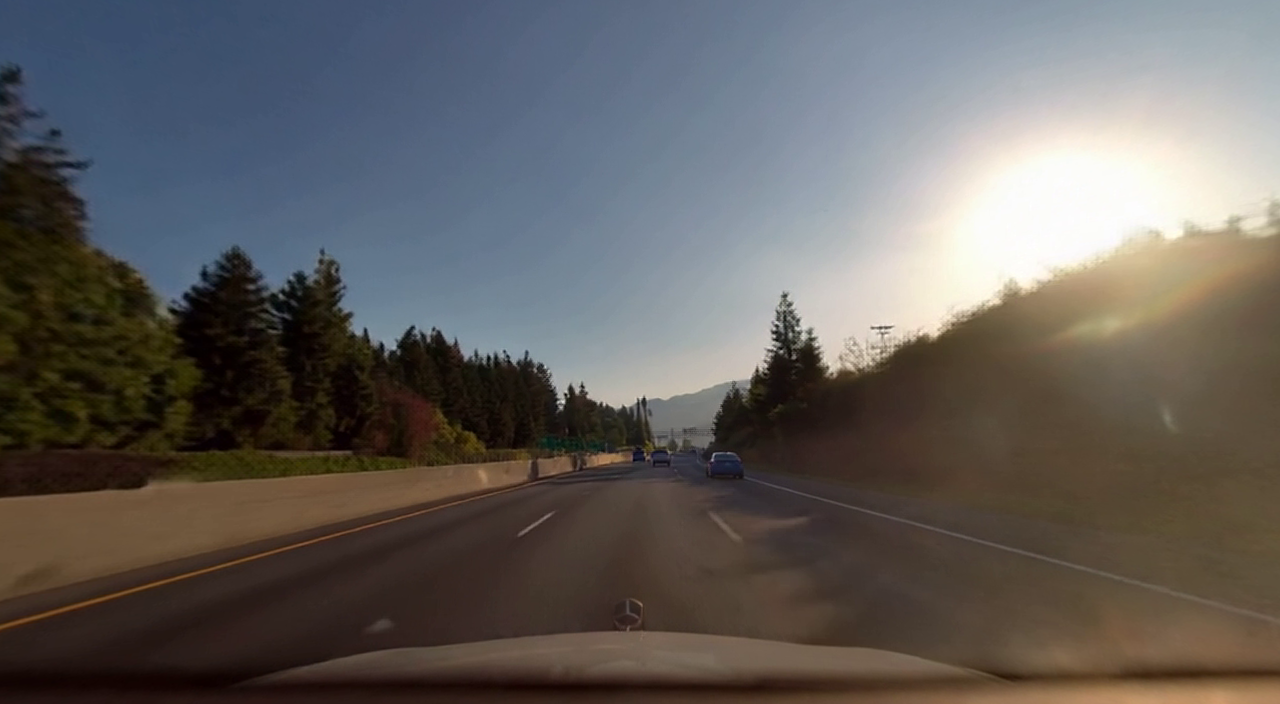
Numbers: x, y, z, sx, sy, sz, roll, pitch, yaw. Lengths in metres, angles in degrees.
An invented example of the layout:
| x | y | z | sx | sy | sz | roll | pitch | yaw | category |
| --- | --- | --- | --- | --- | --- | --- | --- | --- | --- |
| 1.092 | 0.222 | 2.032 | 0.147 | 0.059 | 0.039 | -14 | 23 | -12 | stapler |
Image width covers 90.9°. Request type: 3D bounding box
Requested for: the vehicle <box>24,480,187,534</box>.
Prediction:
| x | y | z | sx | sy | sz | roll | pitch | yaw | category |
| --- | --- | --- | --- | --- | --- | --- | --- | --- | --- |
| -17.997 | 5.201 | 21.547 | 1.765 | 1.456 | 4.334 | 0 | -9 | 0 | vehicle |

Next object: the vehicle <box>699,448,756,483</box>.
| x | y | z | sx | sy | sz | roll | pitch | yaw | category |
| --- | --- | --- | --- | --- | --- | --- | --- | --- | --- |
| 4.122 | 5.450 | 30.432 | 2.175 | 1.574 | 3.943 | 0 | -9 | 0 | vehicle |
